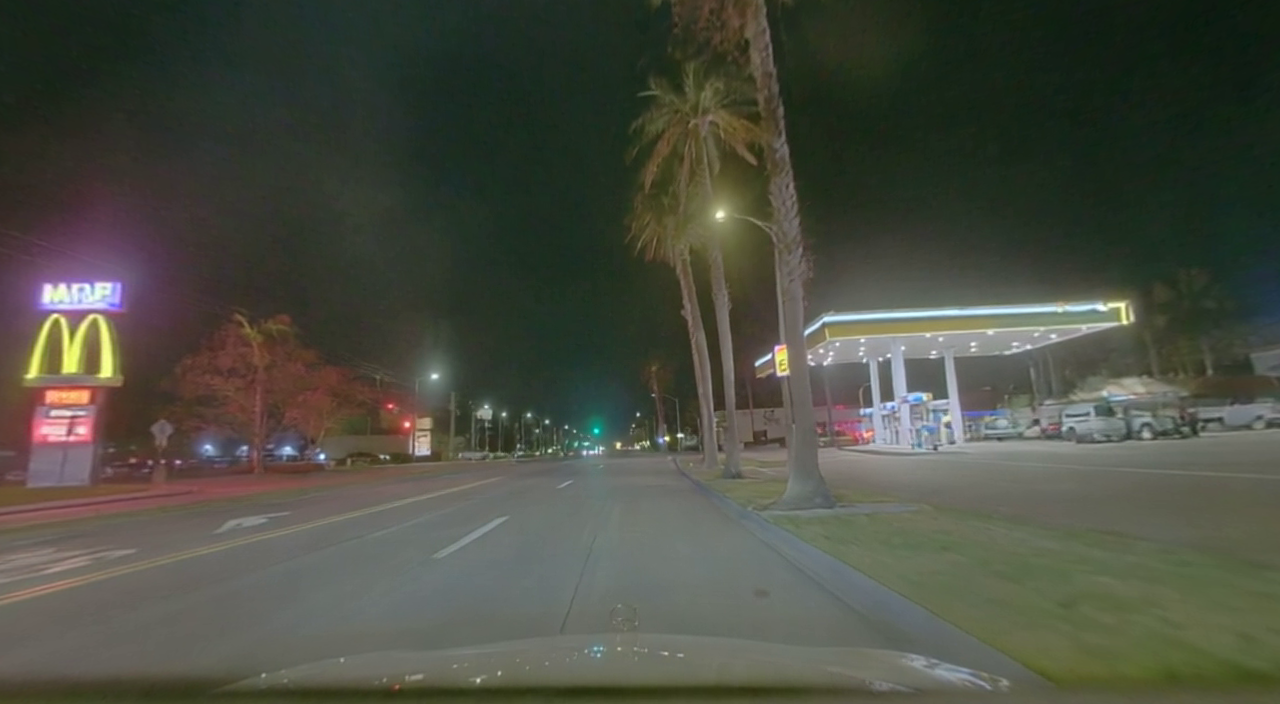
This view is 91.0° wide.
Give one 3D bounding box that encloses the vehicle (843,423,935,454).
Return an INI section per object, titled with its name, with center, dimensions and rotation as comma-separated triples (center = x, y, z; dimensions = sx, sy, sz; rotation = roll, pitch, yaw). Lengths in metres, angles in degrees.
[vehicle]
center = 14.928, 5.229, 37.859
dimensions = 4.640, 1.800, 2.026
rotation = 0, -9, -2
